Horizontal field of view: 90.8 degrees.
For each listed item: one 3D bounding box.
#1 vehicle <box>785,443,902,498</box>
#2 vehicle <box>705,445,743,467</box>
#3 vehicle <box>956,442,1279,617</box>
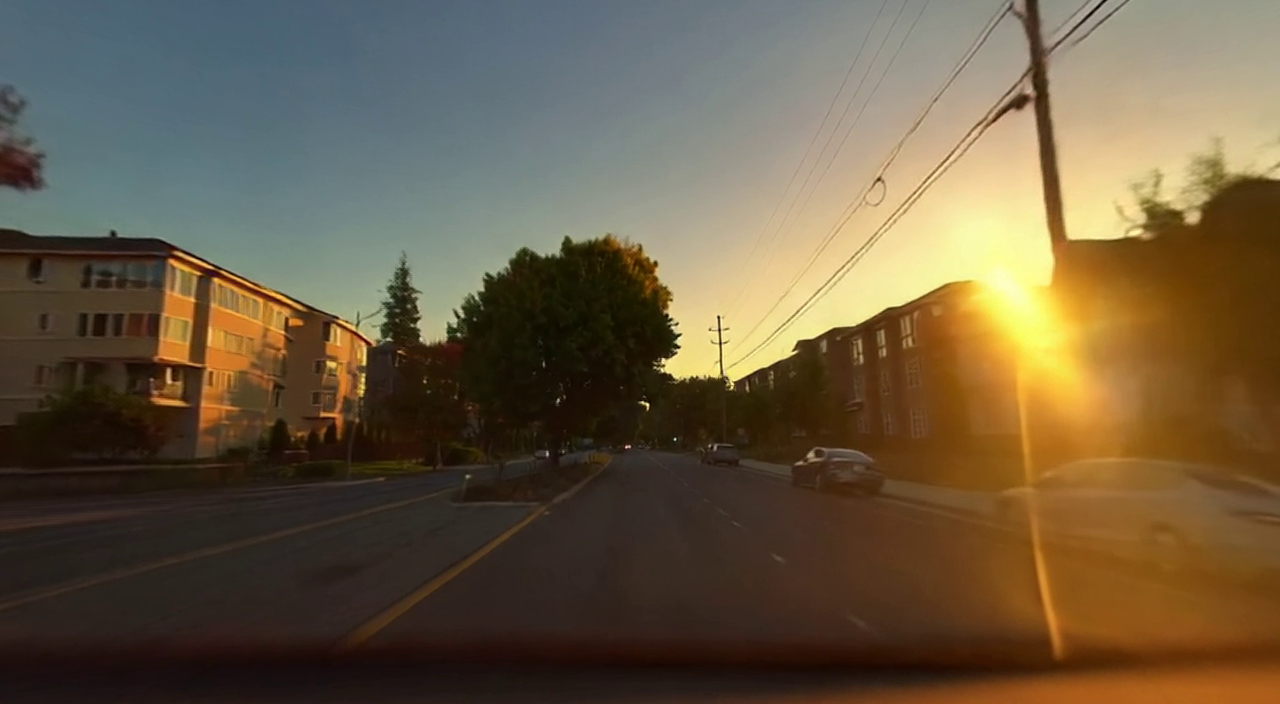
[{"bbox_3d":[6.130,3.607,19.732,1.944,1.478,4.885,0,-9,-1],"label":"vehicle"},{"bbox_3d":[6.168,7.687,47.018,1.948,1.526,4.518,0,-9,-4],"label":"vehicle"},{"bbox_3d":[6.180,1.826,7.713,2.013,1.408,5.011,0,-9,-1],"label":"vehicle"}]
